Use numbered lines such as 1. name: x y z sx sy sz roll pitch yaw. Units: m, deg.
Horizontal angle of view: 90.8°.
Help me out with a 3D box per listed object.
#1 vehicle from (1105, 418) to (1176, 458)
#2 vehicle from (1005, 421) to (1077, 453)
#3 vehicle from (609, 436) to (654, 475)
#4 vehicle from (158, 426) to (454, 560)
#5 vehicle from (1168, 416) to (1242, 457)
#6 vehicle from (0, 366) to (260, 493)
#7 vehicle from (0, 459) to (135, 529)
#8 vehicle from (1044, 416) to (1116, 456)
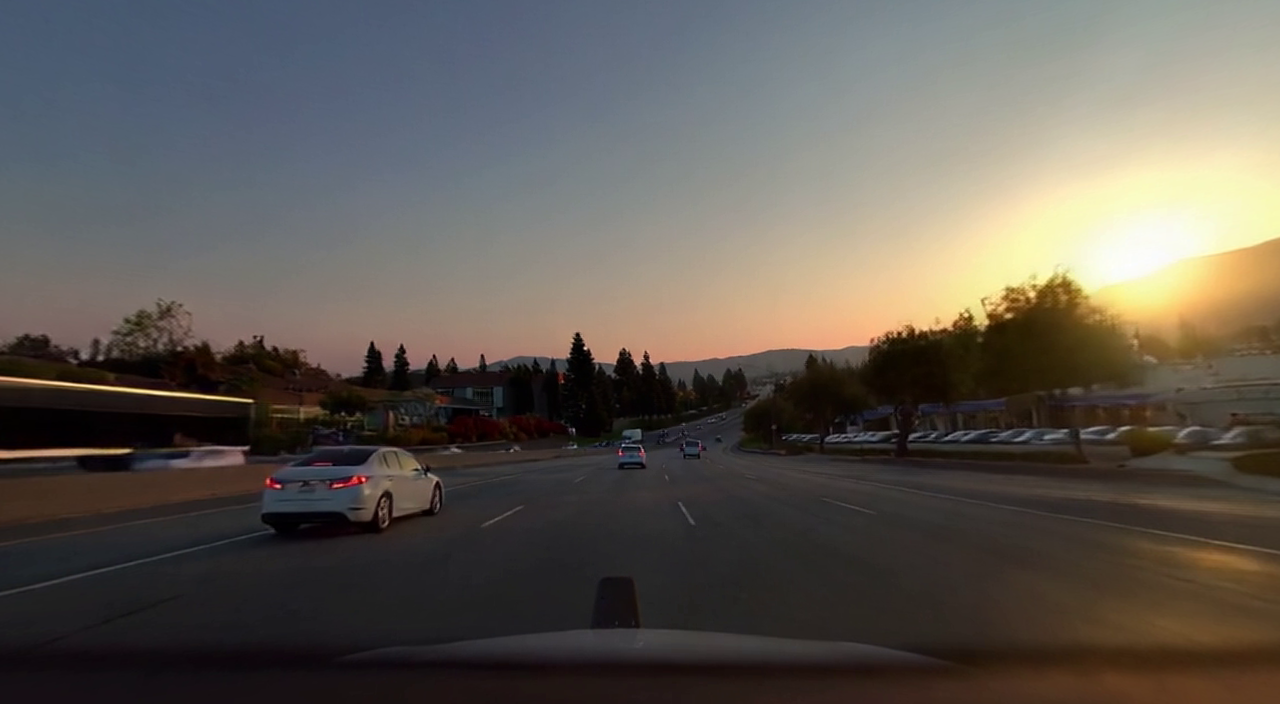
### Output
1. vehicle: 25.246 4.382 31.821 4.384 1.848 2.061 9 -13 -44
2. vehicle: 23.791 5.074 37.410 4.419 1.749 2.055 6 -11 -37
3. vehicle: -0.353 5.440 33.431 2.155 1.856 4.796 0 -9 2
4. vehicle: -4.425 1.925 9.411 1.907 1.483 4.562 0 -9 0
5. vehicle: 26.677 4.032 29.767 4.472 1.804 2.149 9 -12 -44
6. vehicle: -22.449 3.351 26.079 3.012 4.161 16.545 0 -9 1
7. vehicle: -14.942 3.347 15.201 1.933 1.441 4.319 0 -9 1
8. vehicle: 23.377 4.489 33.490 4.718 1.998 2.027 8 -12 -42
